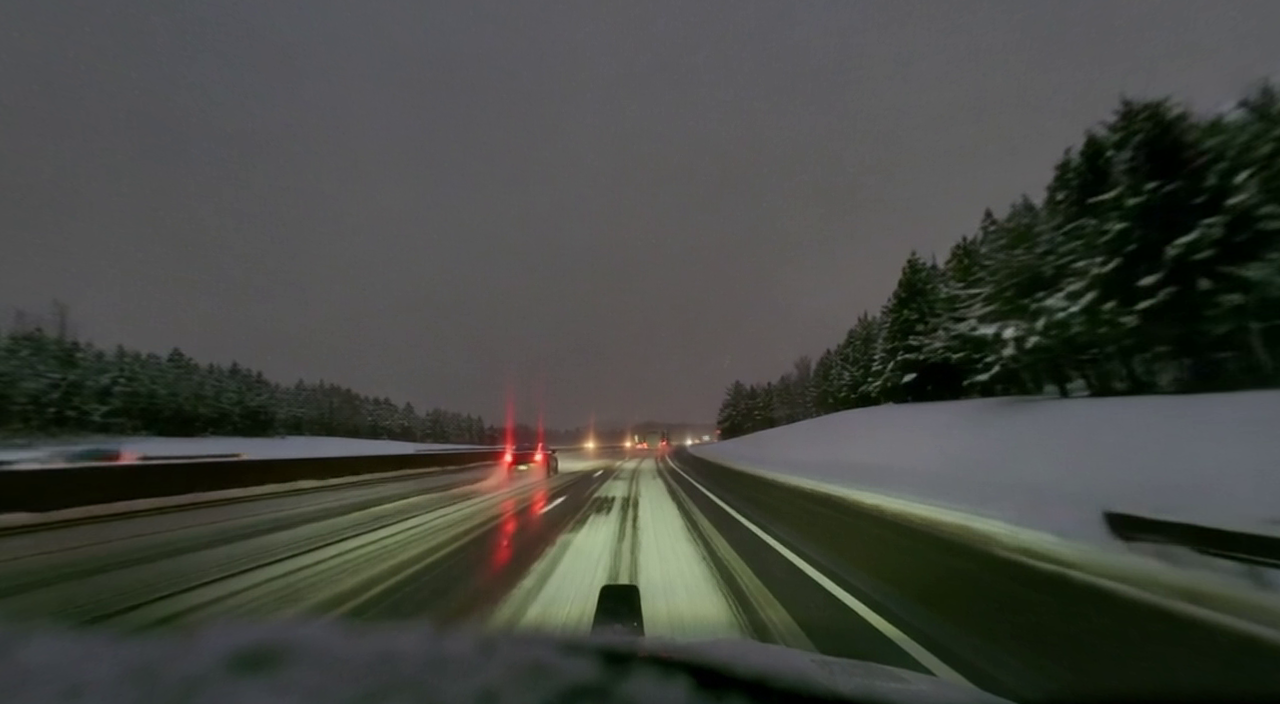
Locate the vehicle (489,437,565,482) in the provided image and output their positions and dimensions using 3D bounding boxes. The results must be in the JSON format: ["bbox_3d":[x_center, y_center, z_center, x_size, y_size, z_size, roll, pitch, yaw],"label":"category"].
[{"bbox_3d":[-4.173,4.081,24.022,1.961,1.540,4.487,0,-9,1],"label":"vehicle"}]

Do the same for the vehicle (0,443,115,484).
[{"bbox_3d":[-23.509,4.411,25.177,1.844,1.496,3.571,0,-9,0],"label":"vehicle"}]
